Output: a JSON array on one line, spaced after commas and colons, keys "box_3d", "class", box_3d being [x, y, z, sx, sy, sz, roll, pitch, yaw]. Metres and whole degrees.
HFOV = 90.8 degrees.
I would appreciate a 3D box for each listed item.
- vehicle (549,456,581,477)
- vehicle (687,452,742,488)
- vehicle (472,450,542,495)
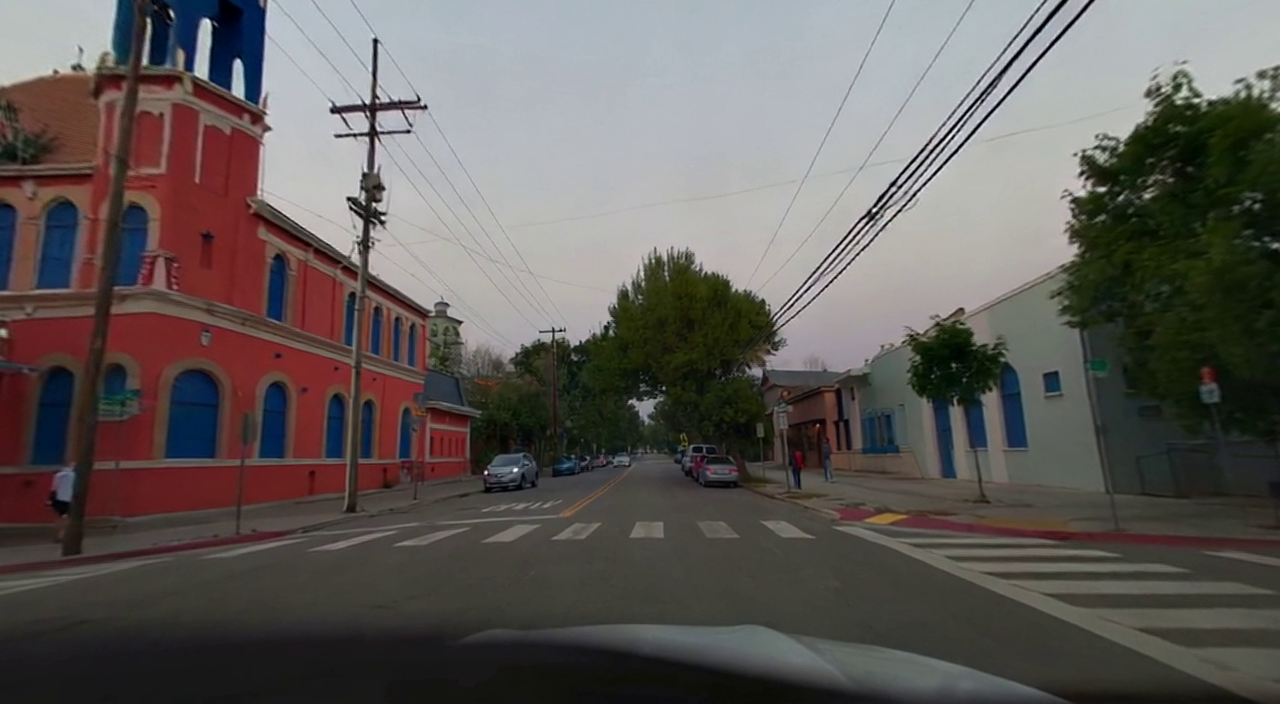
[{"box_3d": [-5.833, 8.959, 49.553, 1.844, 1.486, 4.474, 0, -9, 2], "class": "vehicle"}, {"box_3d": [3.307, 5.351, 28.914, 1.966, 1.471, 4.552, 0, -9, 0], "class": "vehicle"}, {"box_3d": [-6.164, 5.621, 29.837, 2.140, 1.746, 4.385, -4, -8, 2], "class": "vehicle"}]
